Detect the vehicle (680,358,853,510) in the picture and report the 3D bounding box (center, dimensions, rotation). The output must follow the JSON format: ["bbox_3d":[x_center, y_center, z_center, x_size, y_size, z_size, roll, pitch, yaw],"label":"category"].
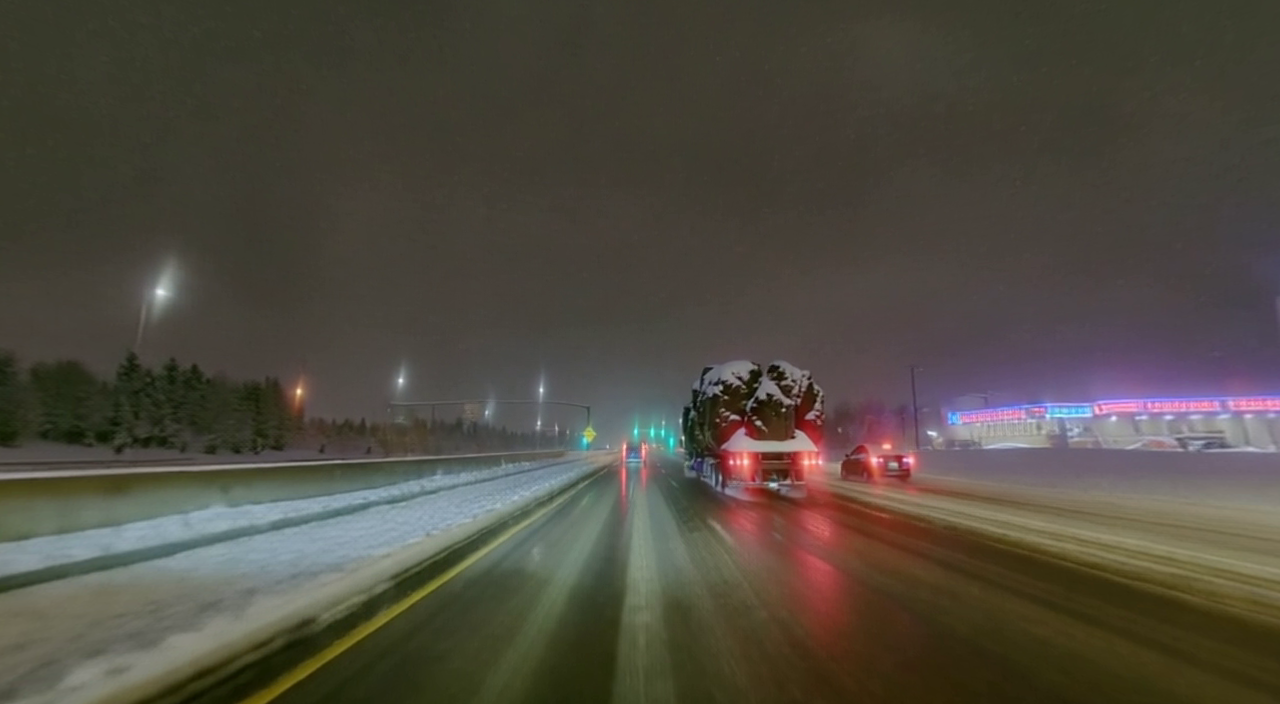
[{"bbox_3d":[3.114,2.595,19.409,2.934,3.325,10.986,0,-9,-1],"label":"vehicle"}]

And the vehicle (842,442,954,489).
[{"bbox_3d":[9.141,4.050,22.895,2.105,1.494,4.537,0,-9,0],"label":"vehicle"}]

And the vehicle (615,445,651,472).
[{"bbox_3d":[-0.359,6.050,36.077,1.929,1.395,3.999,0,-9,0],"label":"vehicle"}]
